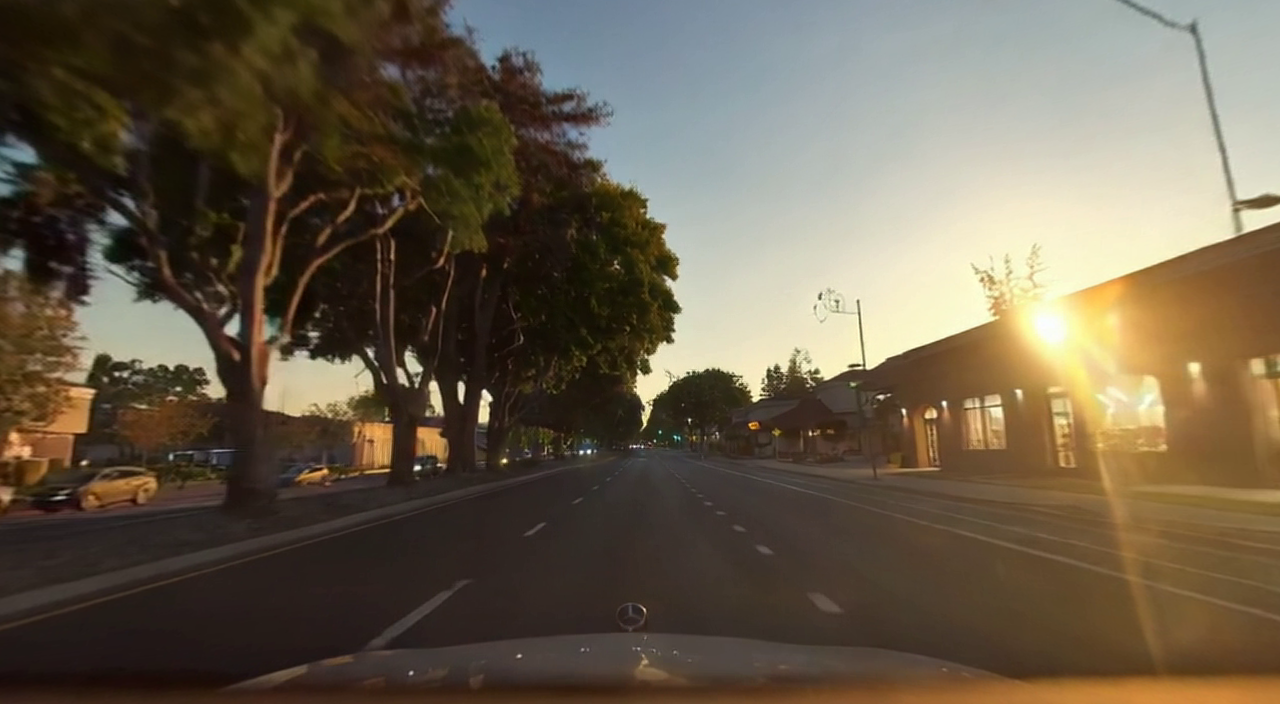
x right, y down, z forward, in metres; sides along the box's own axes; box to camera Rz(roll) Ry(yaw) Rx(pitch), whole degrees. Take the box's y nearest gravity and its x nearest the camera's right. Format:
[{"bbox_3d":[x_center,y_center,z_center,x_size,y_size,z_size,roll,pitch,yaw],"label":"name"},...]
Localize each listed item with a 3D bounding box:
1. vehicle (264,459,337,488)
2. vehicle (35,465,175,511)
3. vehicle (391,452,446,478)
[{"bbox_3d":[-21.521,7.693,40.192,1.881,1.537,4.611,-3,-9,3],"label":"vehicle"},{"bbox_3d":[-21.879,5.547,26.068,1.885,1.504,4.359,-3,-9,2],"label":"vehicle"},{"bbox_3d":[-14.118,7.175,40.408,1.829,1.505,4.275,-1,-8,1],"label":"vehicle"}]
